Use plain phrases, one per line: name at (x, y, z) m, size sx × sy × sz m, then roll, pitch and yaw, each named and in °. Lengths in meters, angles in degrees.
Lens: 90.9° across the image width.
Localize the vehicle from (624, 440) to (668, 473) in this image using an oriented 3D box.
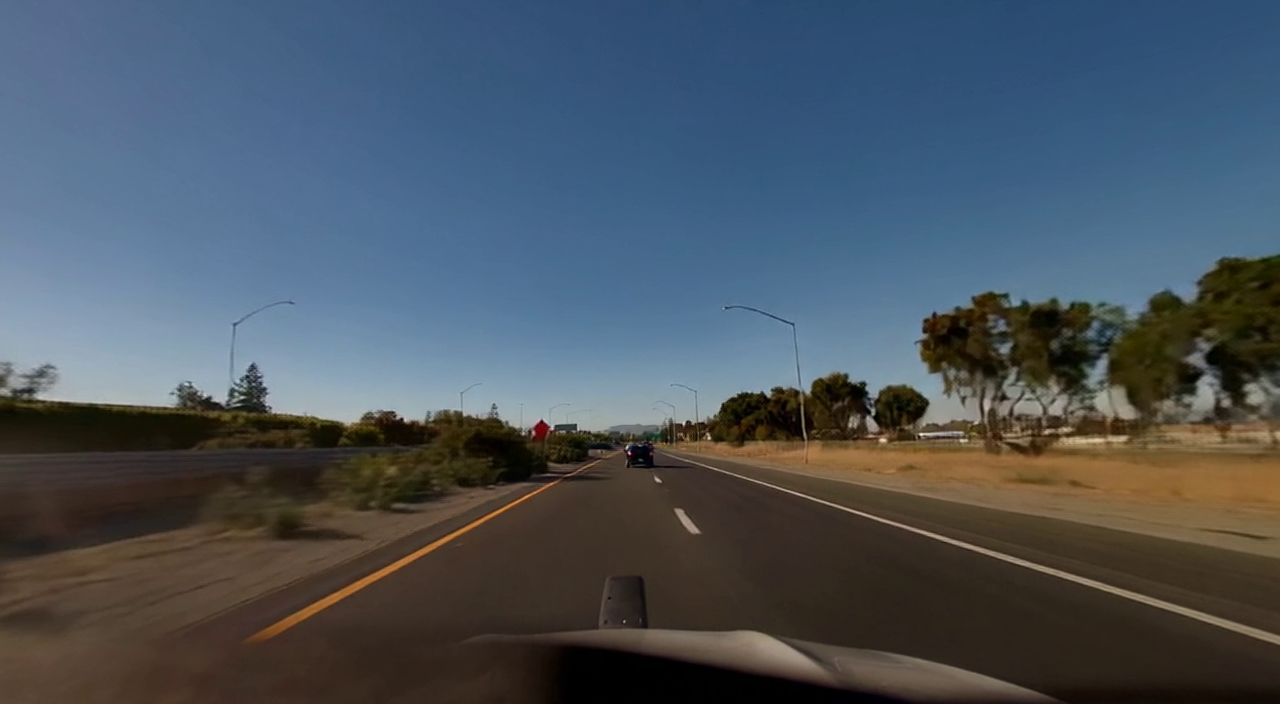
vehicle at (0.223, 5.160, 31.345) m, size 1.991 × 1.475 × 4.302 m, roll 0°, pitch -8°, yaw -2°
